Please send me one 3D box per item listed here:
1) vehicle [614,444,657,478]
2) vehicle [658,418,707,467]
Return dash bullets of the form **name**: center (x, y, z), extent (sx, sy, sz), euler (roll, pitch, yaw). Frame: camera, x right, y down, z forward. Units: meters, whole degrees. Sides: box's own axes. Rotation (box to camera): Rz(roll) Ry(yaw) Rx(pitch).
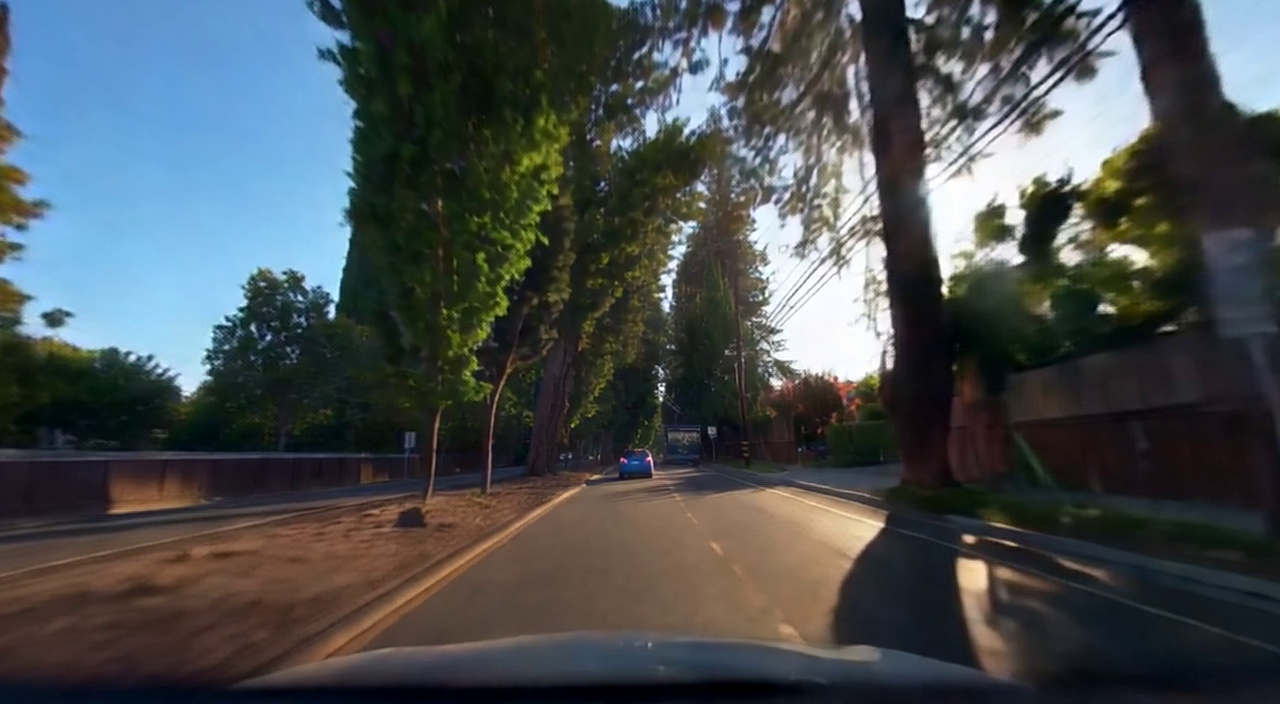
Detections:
- **vehicle**: center (-0.197, 5.346, 31.267), extent (2.018, 1.511, 3.993), euler (0, -8, 0)
- **vehicle**: center (3.022, 7.039, 48.894), extent (2.789, 3.285, 12.428), euler (0, -8, -1)
